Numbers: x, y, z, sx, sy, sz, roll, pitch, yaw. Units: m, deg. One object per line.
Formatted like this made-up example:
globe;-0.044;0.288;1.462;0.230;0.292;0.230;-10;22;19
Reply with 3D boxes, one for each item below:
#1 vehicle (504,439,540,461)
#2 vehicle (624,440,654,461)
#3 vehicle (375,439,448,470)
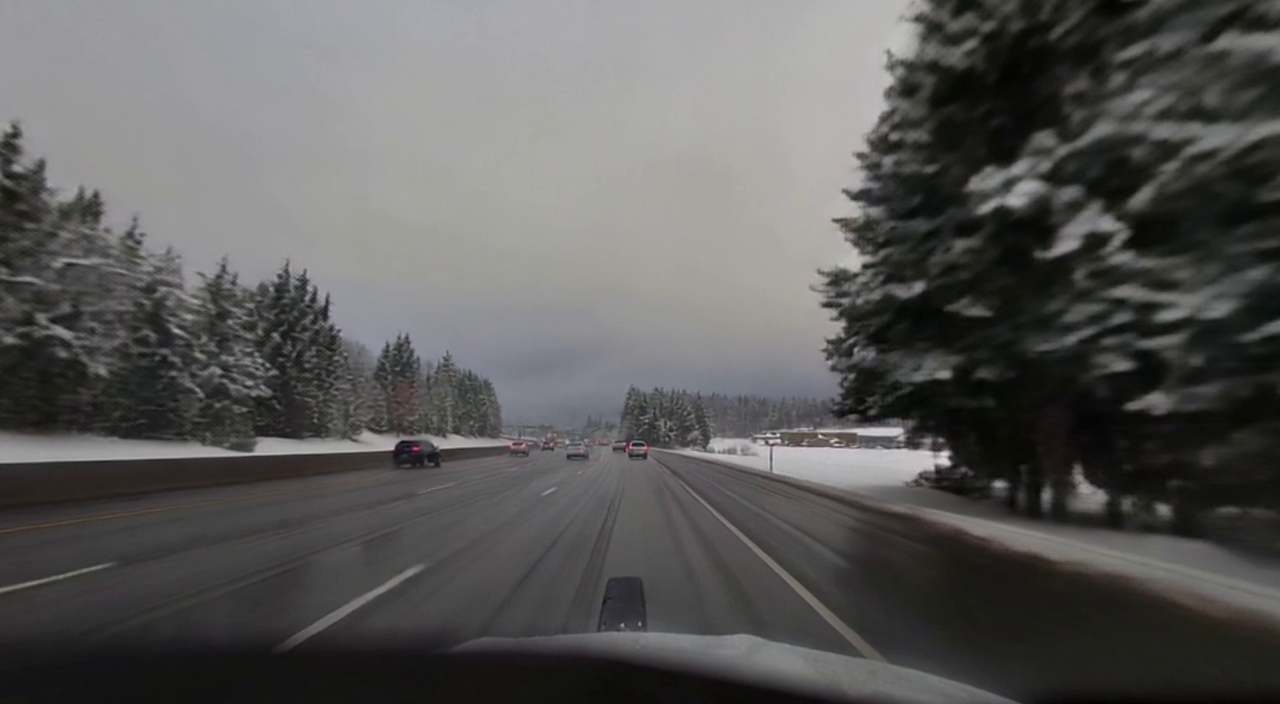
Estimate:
vehicle;-9.064;7.576;48.676;2.015;1.651;4.432;0;-8;-1
vehicle;-0.133;7.253;46.180;2.060;1.465;3.974;0;-8;-2
vehicle;-11.799;5.333;32.821;2.056;1.489;4.852;0;-8;0
